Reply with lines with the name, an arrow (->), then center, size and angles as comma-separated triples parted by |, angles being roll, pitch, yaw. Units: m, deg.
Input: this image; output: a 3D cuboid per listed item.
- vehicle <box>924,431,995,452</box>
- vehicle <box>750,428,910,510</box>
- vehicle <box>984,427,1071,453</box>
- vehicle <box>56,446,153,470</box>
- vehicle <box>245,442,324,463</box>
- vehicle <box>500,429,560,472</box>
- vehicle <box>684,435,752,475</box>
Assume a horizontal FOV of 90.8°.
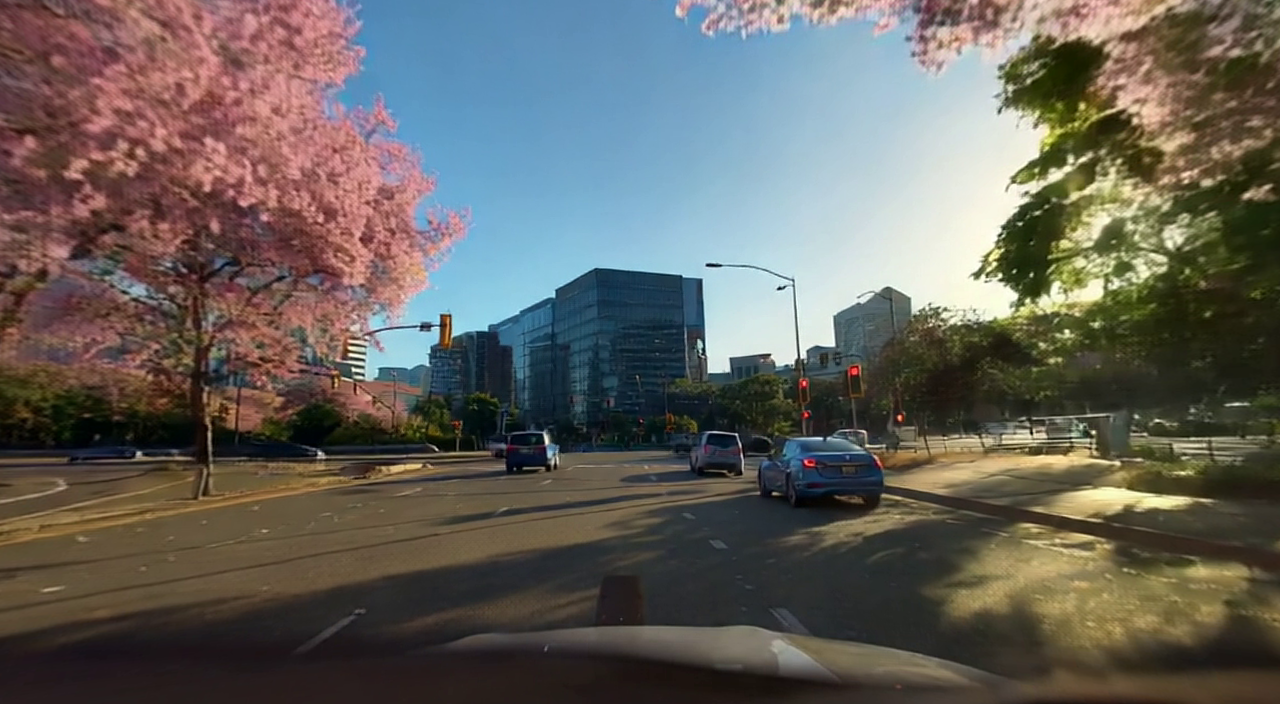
vehicle -> 22.769, 6.387, 45.050 | 4.097, 1.436, 1.739 | 0, -8, -3
vehicle -> 3.952, 2.505, 14.042 | 2.019, 1.518, 4.285 | 0, -8, -3
vehicle -> 25.350, 5.786, 41.424 | 4.520, 1.640, 1.825 | 0, -8, -3
vehicle -> -35.160, 6.938, 41.563 | 4.526, 1.452, 1.920 | 0, -8, -3
vehicle -> -25.490, 7.187, 45.438 | 4.549, 1.439, 1.794 | 0, -8, -3
vehicle -> -4.797, 4.363, 28.153 | 1.995, 1.703, 4.367 | 0, -8, -2
vehicle -> 3.059, 4.179, 25.814 | 2.007, 1.466, 4.291 | 0, -8, -3
